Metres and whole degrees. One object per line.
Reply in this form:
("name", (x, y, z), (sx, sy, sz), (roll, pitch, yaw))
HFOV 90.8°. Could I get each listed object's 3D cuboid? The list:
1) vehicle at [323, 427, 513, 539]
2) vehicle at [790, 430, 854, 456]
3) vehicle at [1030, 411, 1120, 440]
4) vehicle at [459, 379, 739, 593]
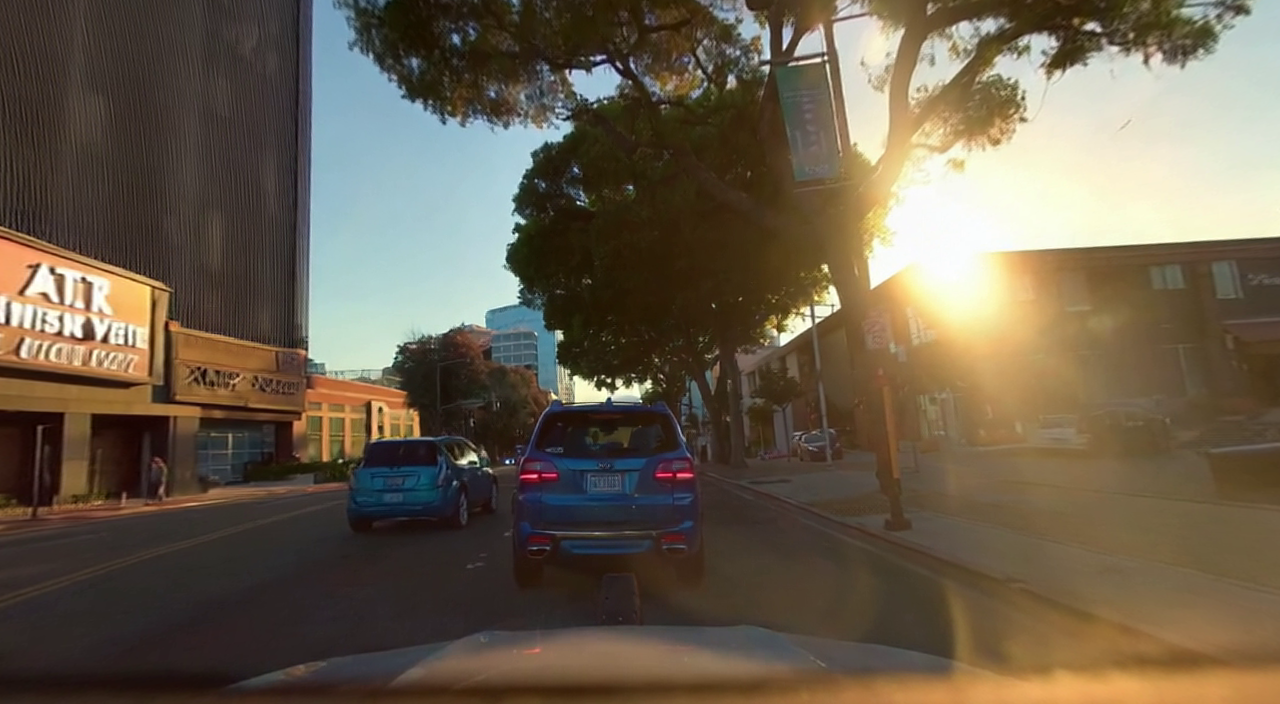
("vehicle", (-3.781, 2.292, 11.767), (1.971, 1.658, 4.428), (0, -8, -1))
("vehicle", (10.621, 5.291, 36.787), (1.877, 1.416, 3.965), (-8, -12, 44))
("vehicle", (24.470, 4.163, 35.634), (3.826, 1.544, 1.754), (1, -9, -5))
("vehicle", (-0.437, 1.534, 8.020), (2.531, 1.930, 4.382), (0, -8, -2))
